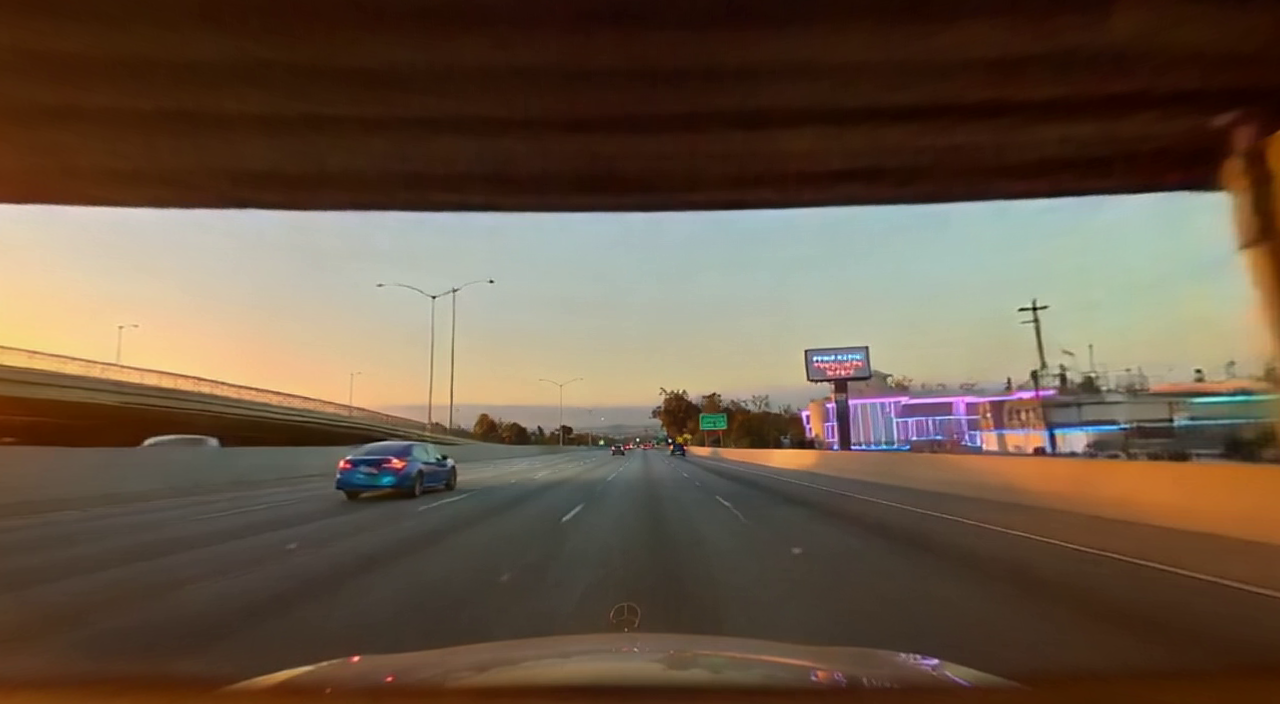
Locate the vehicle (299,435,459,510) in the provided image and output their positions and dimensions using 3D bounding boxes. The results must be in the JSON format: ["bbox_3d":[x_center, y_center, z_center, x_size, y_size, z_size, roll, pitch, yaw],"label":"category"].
[{"bbox_3d":[-6.020,2.818,15.236,1.990,1.529,4.288,0,-9,1],"label":"vehicle"}]

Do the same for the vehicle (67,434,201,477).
[{"bbox_3d":[-19.023,3.909,24.024,1.869,1.483,3.866,0,-9,0],"label":"vehicle"}]
